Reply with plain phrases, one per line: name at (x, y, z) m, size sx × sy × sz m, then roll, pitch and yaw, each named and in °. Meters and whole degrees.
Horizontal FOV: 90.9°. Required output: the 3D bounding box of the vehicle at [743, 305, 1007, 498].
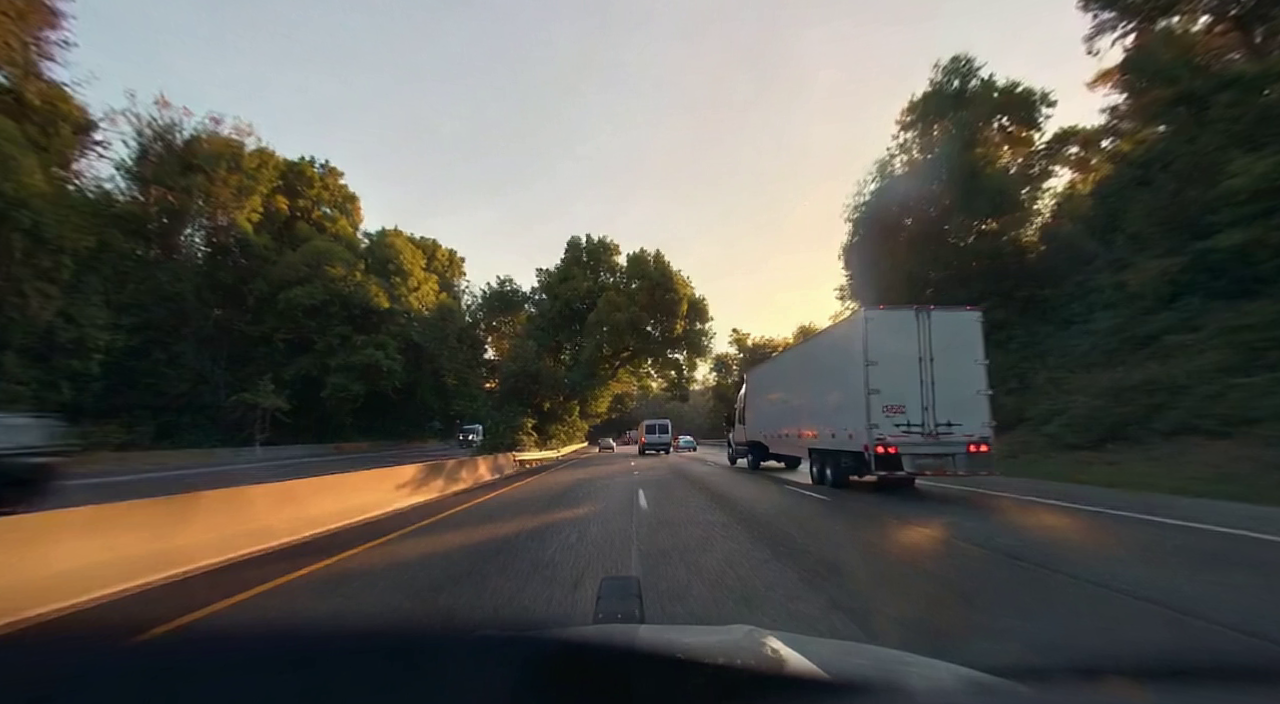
vehicle at (6.020, 1.932, 20.207) m, size 2.904 × 4.054 × 14.017 m, roll 0°, pitch -8°, yaw -1°

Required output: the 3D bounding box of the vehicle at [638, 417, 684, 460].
vehicle at (1.223, 5.468, 39.982) m, size 2.436 × 2.521 × 5.409 m, roll 0°, pitch -8°, yaw -3°
